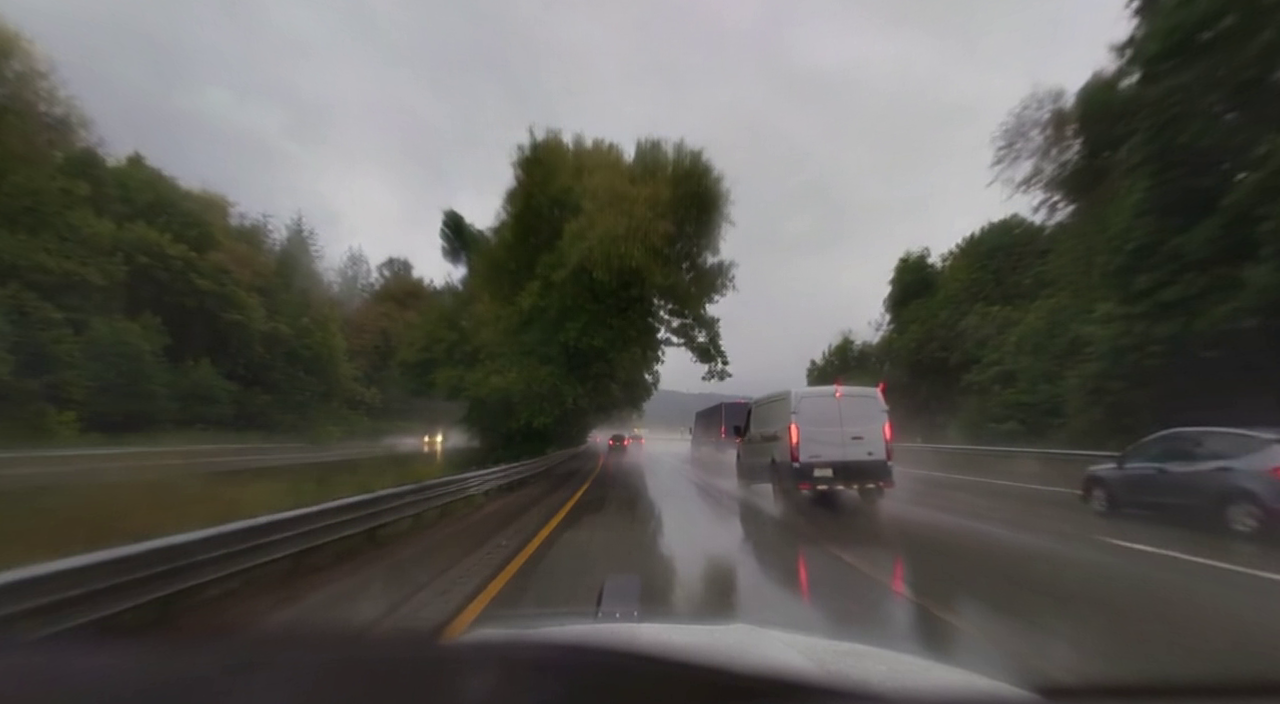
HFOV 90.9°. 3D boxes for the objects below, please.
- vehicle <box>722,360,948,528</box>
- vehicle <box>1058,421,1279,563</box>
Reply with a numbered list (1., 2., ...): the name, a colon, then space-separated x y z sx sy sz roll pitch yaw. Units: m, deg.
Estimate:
1. vehicle: 3.312 1.739 12.321 2.436 2.521 5.409 0 -8 -2
2. vehicle: 7.541 1.642 7.958 1.821 1.468 3.805 0 -8 -1
